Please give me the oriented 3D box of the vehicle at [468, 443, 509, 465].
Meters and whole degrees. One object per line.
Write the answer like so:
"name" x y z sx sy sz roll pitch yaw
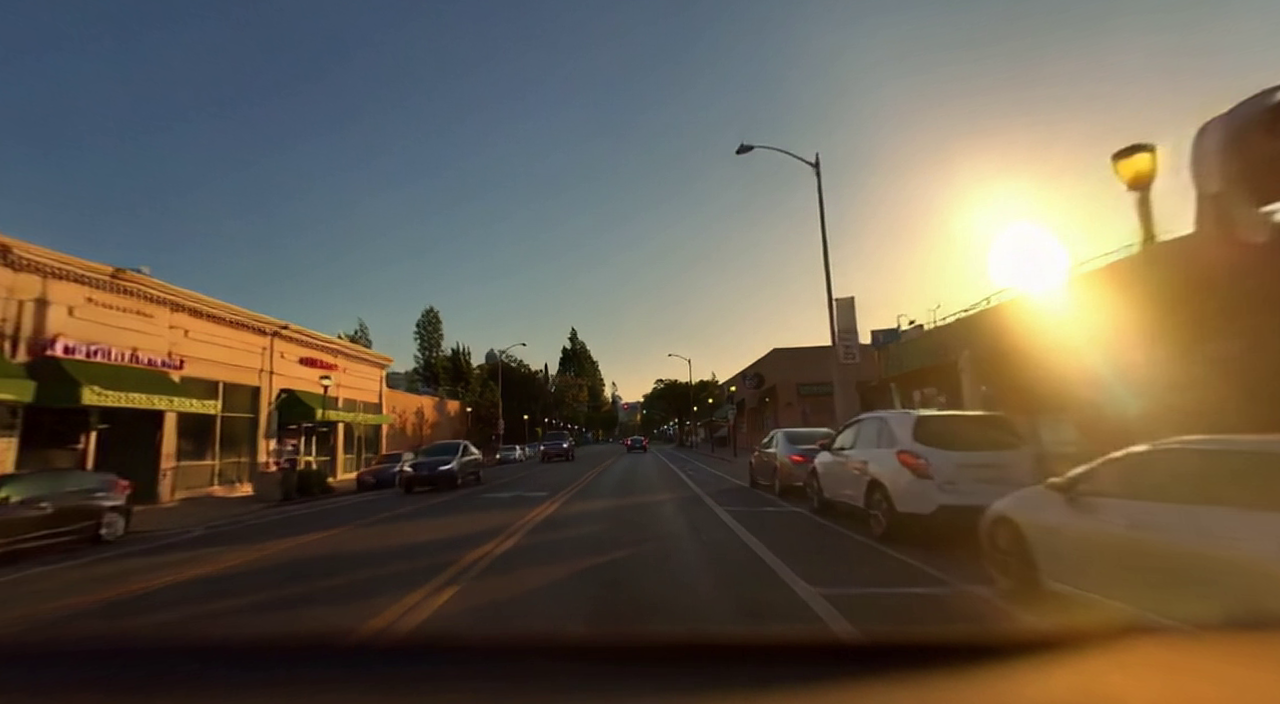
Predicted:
"vehicle" -10.812 7.276 45.270 1.784 1.502 4.344 0 -8 1

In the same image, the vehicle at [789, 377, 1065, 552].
"vehicle" 3.839 1.607 9.559 1.976 2.001 4.430 0 -8 -1

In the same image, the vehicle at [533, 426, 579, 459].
"vehicle" -5.609 6.159 43.123 2.267 2.070 5.719 0 -8 1

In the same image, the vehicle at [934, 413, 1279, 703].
"vehicle" 3.905 1.144 3.881 1.876 1.468 4.672 -5 -9 0

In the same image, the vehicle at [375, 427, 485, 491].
"vehicle" -6.703 3.455 20.782 2.044 1.839 4.512 0 -8 0

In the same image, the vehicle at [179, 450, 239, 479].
"vehicle" -26.607 6.901 38.956 4.394 1.609 1.971 -7 -11 42

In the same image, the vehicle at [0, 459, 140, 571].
"vehicle" -10.749 2.632 10.355 1.930 1.621 3.853 0 -8 -1
